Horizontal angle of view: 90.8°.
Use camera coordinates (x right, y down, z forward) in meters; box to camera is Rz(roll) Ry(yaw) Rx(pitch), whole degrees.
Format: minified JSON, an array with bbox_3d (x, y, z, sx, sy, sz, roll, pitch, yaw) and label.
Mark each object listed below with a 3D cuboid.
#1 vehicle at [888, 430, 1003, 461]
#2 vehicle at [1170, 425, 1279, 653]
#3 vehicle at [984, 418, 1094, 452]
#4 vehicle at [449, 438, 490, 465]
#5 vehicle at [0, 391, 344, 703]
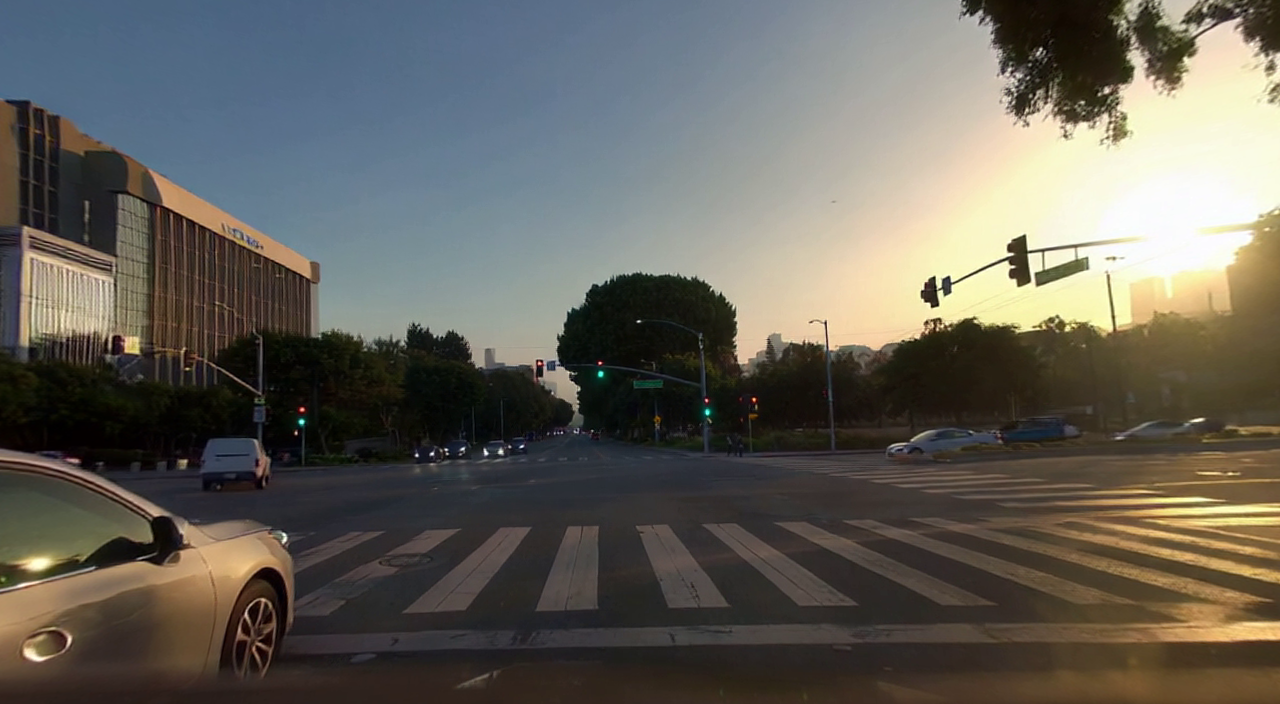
[{"bbox_3d":[15.196,4.675,31.606,4.660,1.495,2.007,0,-8,-2],"label":"vehicle"},{"bbox_3d":[4.944,0.980,2.553,1.949,1.449,4.530,-1,-8,5],"label":"vehicle"},{"bbox_3d":[22.026,4.606,35.001,4.611,1.797,2.096,0,-8,-2],"label":"vehicle"},{"bbox_3d":[-12.792,7.416,47.586,2.051,1.715,4.346,-2,-6,-2],"label":"vehicle"},{"bbox_3d":[-3.070,0.892,2.162,1.919,1.478,4.720,0,-8,-1],"label":"vehicle"}]
